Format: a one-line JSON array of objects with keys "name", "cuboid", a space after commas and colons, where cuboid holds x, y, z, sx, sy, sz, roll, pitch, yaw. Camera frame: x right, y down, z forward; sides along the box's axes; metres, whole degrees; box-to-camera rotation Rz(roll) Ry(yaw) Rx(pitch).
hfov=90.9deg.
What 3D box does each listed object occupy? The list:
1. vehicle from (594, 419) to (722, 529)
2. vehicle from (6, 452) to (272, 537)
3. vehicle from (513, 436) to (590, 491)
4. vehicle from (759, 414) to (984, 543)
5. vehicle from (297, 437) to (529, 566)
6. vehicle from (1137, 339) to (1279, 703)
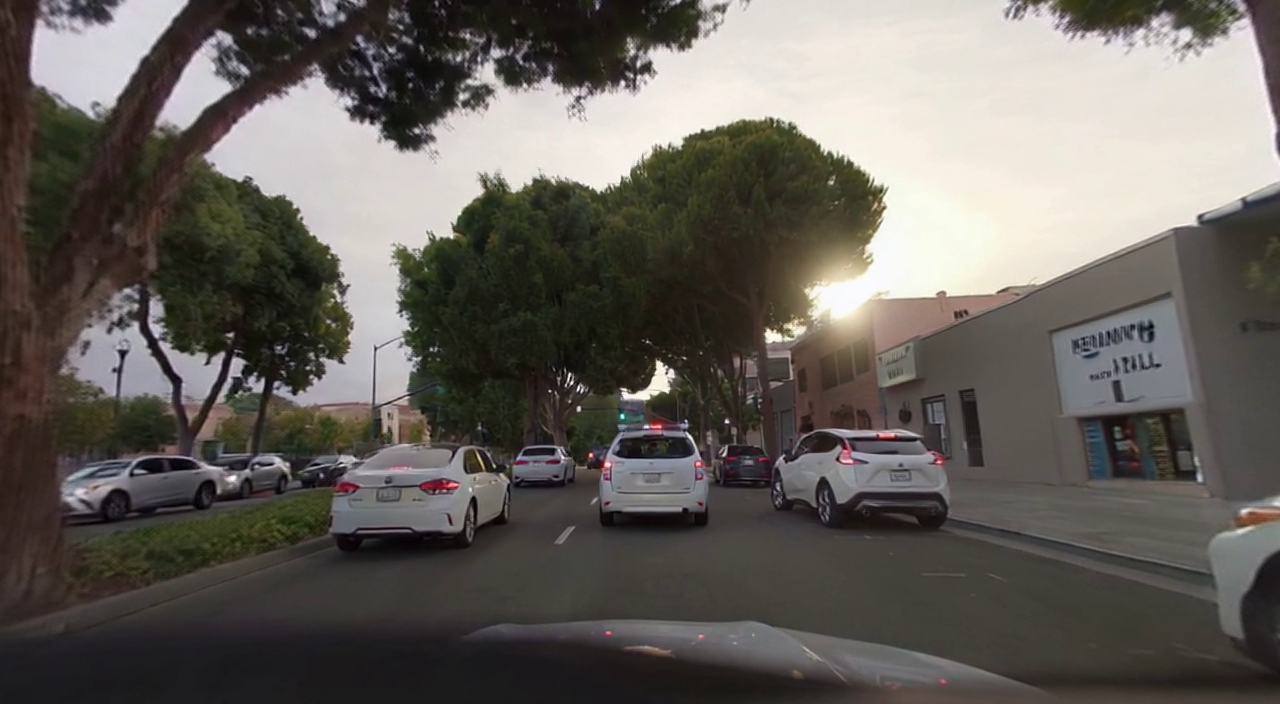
[{"name": "vehicle", "cuboid": [0.280, 2.290, 12.294, 2.075, 1.770, 4.018, 0, -9, 0]}, {"name": "vehicle", "cuboid": [-10.667, 3.012, 14.049, 2.041, 1.500, 4.684, -1, -9, 0]}, {"name": "vehicle", "cuboid": [-3.134, 4.048, 23.251, 2.135, 1.806, 4.514, 0, -9, 0]}, {"name": "vehicle", "cuboid": [4.015, 2.332, 12.356, 2.038, 1.865, 5.786, 2, -9, -2]}, {"name": "vehicle", "cuboid": [-3.022, 2.067, 9.519, 1.908, 1.474, 4.257, 0, -9, 0]}, {"name": "vehicle", "cuboid": [4.060, 0.601, 1.193, 1.987, 1.877, 5.330, 0, -9, 2]}]
